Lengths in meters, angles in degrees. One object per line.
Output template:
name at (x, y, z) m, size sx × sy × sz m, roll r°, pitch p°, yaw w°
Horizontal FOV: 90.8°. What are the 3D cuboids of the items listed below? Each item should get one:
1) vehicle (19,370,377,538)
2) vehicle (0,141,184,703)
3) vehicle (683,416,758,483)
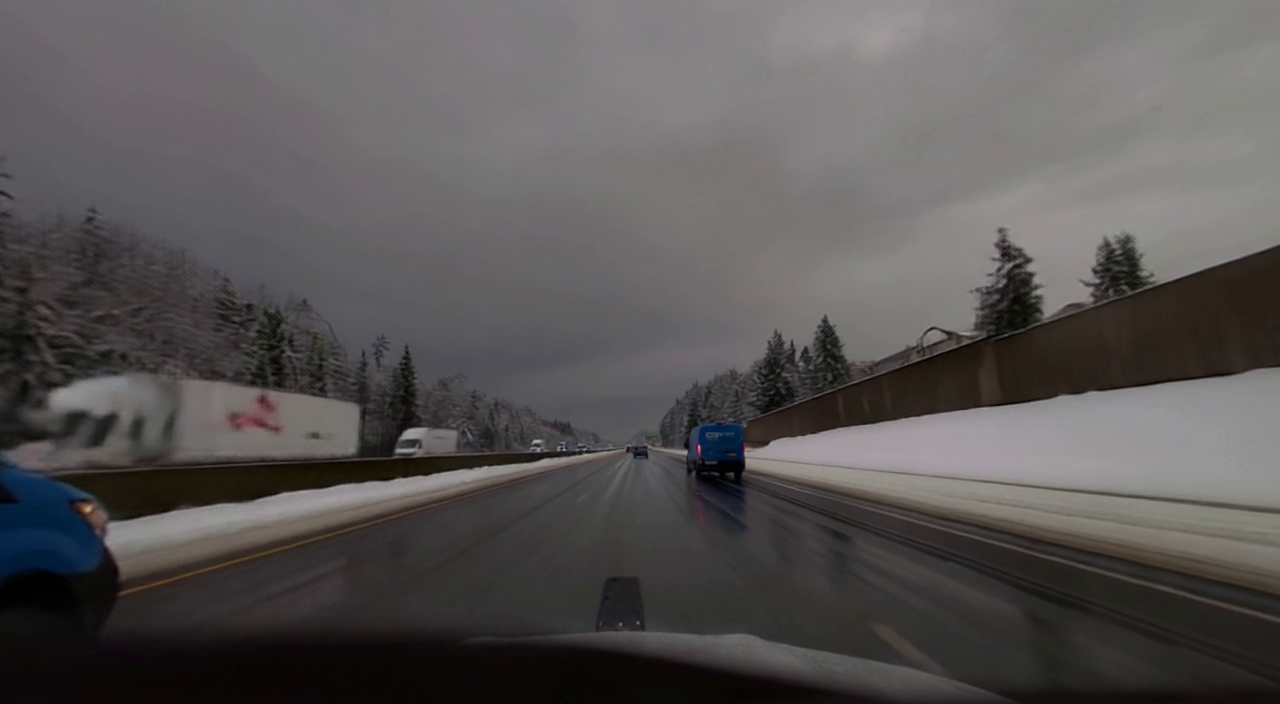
vehicle at (-16.718, 4.284, 27.313) m, size 3.415 × 5.033 × 16.486 m, roll 0°, pitch -9°, yaw 1°
vehicle at (-3.740, 0.092, 0.158) m, size 2.409 × 2.523 × 6.275 m, roll 0°, pitch -9°, yaw 1°
vehicle at (3.303, 4.214, 27.273) m, size 2.373 × 2.561 × 5.922 m, roll 0°, pitch -9°, yaw -1°
